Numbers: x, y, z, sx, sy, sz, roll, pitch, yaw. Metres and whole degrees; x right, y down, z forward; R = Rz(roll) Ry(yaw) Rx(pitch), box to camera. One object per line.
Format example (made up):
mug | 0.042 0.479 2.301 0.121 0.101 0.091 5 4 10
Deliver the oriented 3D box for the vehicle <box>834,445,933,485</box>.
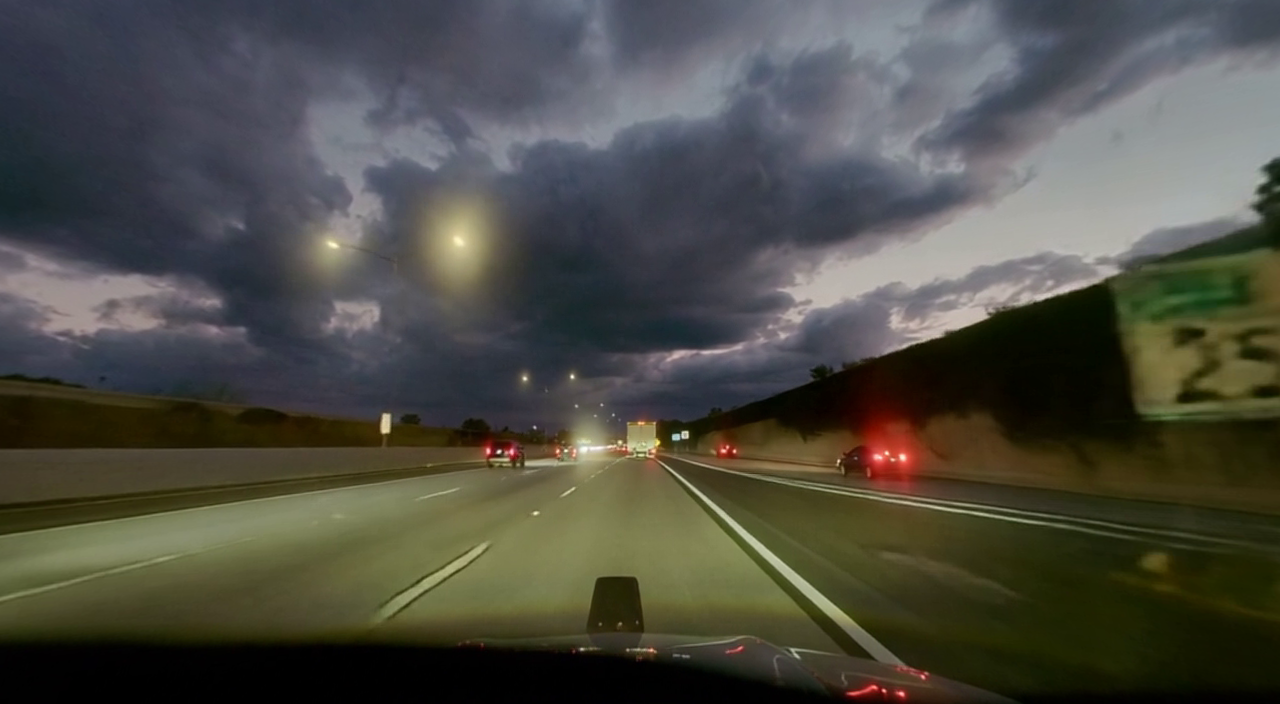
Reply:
vehicle | 10.288 4.786 27.038 2.075 1.510 4.569 1 -9 -6

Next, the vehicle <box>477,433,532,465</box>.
vehicle | -9.823 7.110 46.363 2.571 2.169 6.443 0 -9 1
